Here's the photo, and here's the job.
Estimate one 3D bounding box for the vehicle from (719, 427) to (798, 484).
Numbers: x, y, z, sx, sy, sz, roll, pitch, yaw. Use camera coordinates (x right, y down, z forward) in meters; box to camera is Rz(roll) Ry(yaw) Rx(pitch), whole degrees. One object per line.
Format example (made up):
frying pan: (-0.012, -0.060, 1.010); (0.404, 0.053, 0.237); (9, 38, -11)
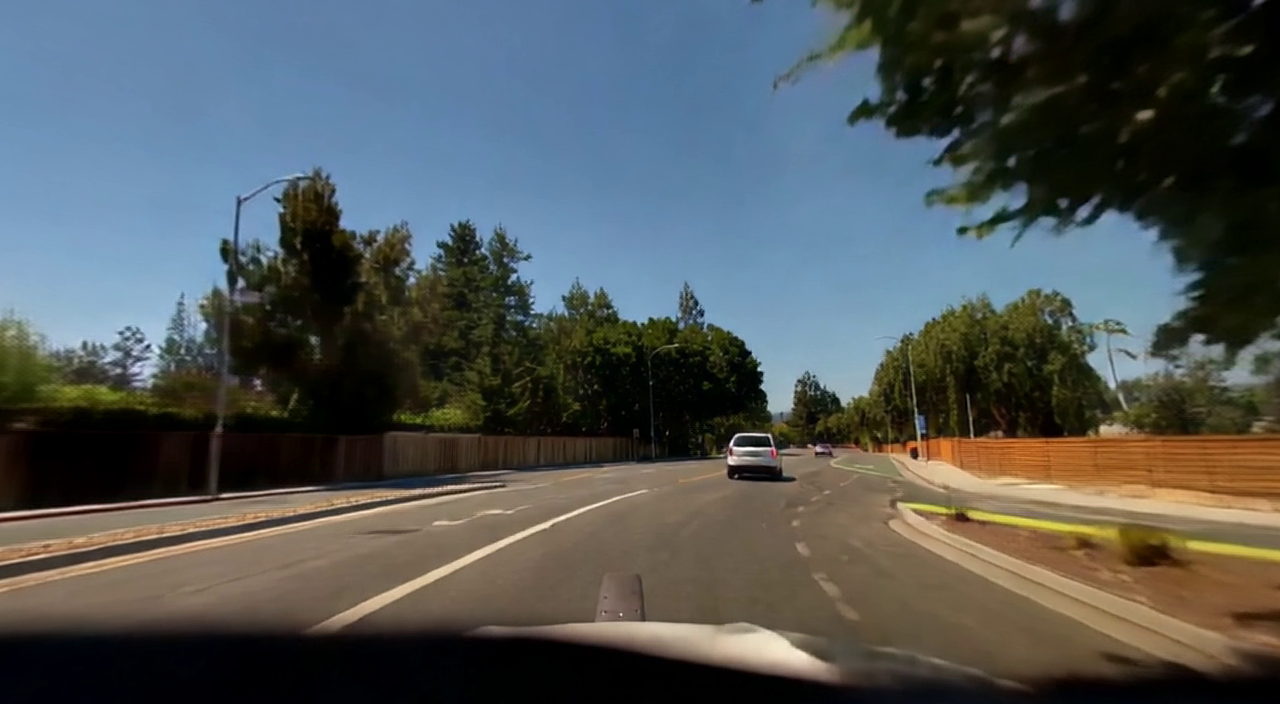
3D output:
vehicle: (4.370, 3.660, 22.701); (2.230, 1.827, 4.580); (-2, -8, 17)
